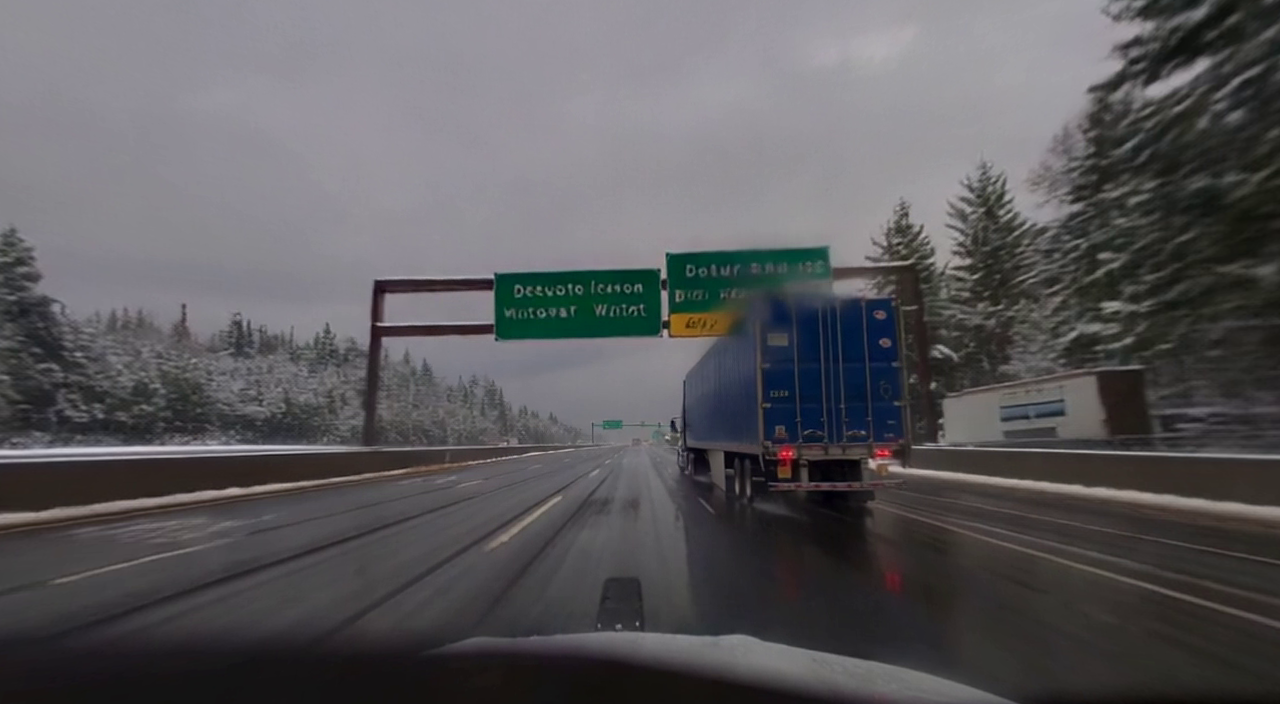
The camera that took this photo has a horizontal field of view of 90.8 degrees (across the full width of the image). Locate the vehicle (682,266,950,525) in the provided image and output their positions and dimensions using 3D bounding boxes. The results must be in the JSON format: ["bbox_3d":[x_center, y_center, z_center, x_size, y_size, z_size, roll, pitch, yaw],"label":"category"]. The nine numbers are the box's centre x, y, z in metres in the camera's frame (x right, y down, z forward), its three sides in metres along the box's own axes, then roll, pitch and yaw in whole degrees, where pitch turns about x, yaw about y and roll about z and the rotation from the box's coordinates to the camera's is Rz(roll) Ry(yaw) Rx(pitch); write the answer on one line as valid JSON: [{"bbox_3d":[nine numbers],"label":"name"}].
[{"bbox_3d":[3.307,1.870,18.243,2.743,4.160,16.408,0,-9,-1],"label":"vehicle"}]

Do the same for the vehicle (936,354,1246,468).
[{"bbox_3d":[21.384,3.523,32.354,4.916,4.592,13.750,1,-10,-4],"label":"vehicle"}]
